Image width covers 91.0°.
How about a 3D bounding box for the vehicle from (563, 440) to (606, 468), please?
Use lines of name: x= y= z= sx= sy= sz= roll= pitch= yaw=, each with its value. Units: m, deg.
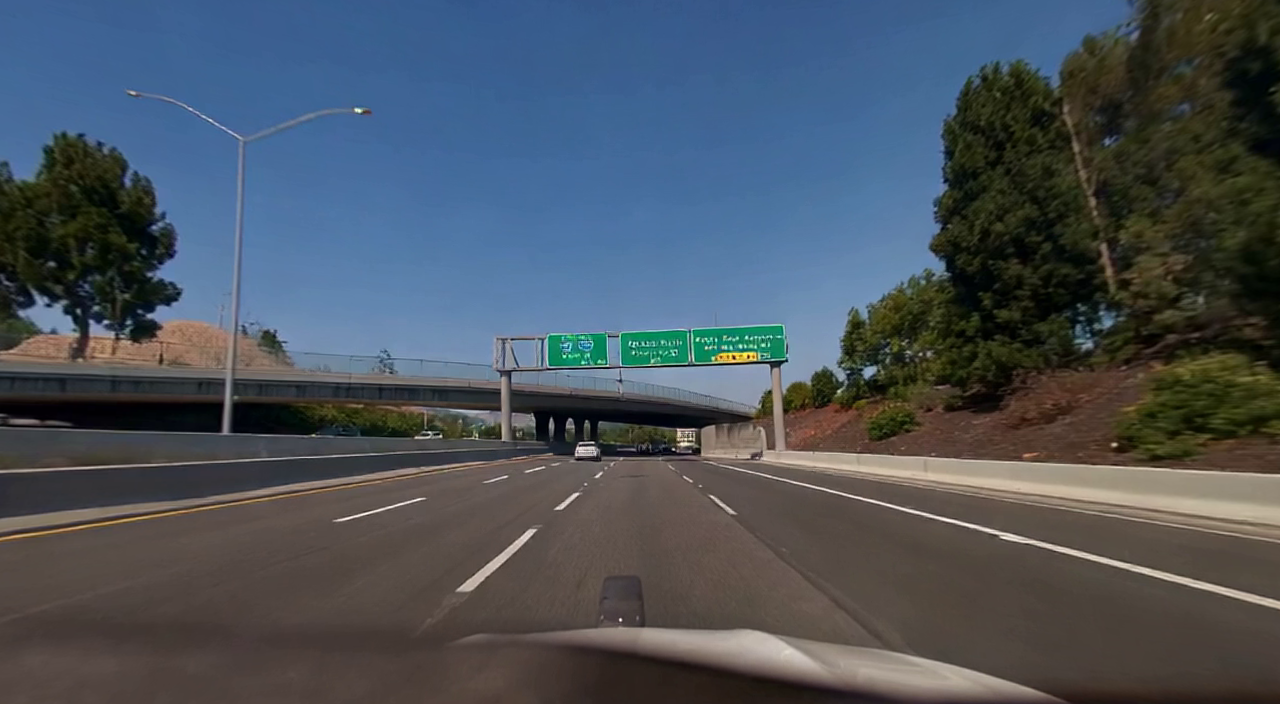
vehicle: x=-3.280 y=6.114 z=37.934 sx=2.088 sy=1.565 sz=4.410 roll=0 pitch=-8 yaw=1
